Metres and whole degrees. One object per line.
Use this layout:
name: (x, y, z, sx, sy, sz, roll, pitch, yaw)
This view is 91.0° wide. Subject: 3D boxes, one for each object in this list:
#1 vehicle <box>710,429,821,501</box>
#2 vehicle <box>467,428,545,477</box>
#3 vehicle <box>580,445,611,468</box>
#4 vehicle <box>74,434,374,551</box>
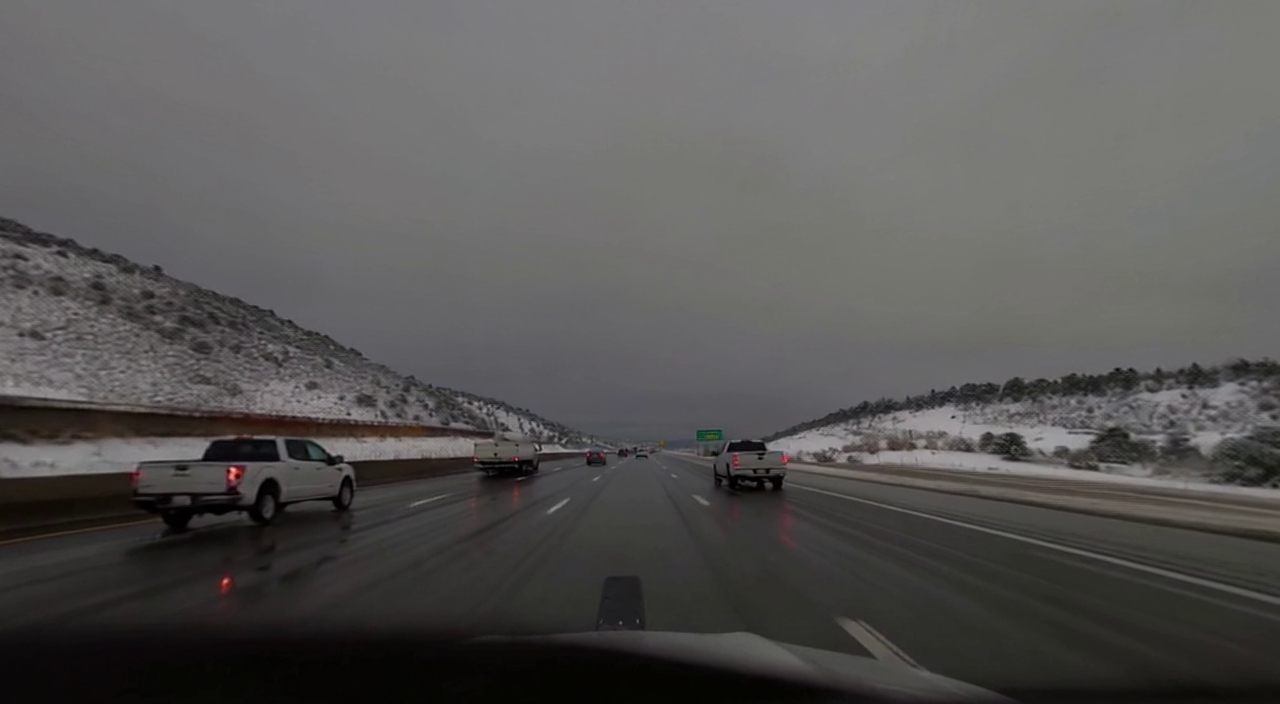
vehicle: (3.430, 3.223, 18.285, 2.231, 1.789, 4.700, 0, -9, 0)
vehicle: (-7.426, 5.697, 35.850, 2.937, 2.509, 7.090, 0, -9, -1)
vehicle: (-3.238, 7.737, 46.642, 2.009, 1.593, 4.378, 0, -9, 0)
vehicle: (-6.647, 2.276, 10.972, 1.935, 1.550, 4.883, 0, -9, -1)
